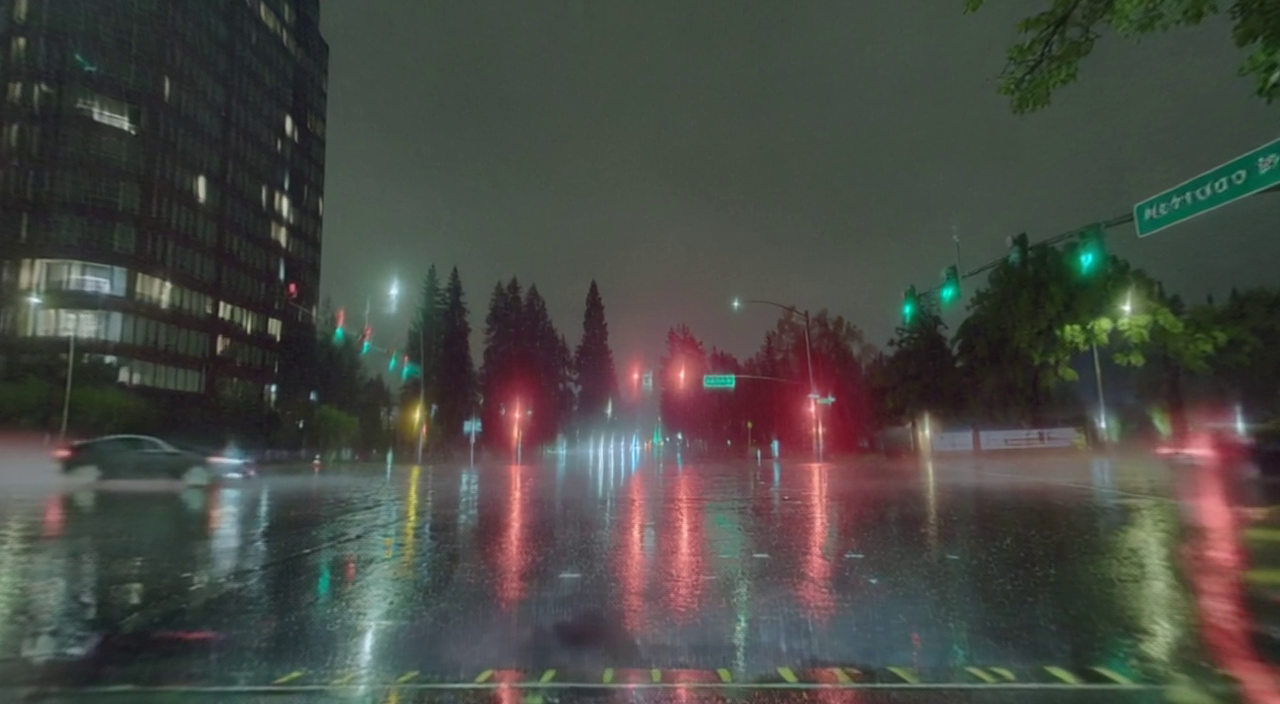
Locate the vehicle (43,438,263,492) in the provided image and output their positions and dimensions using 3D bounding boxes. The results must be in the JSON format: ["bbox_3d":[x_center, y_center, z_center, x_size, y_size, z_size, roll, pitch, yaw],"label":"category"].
[{"bbox_3d":[-14.262,3.318,18.756,4.838,1.468,2.052,0,-9,1],"label":"vehicle"}]

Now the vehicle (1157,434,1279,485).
[{"bbox_3d":[18.892,3.232,19.173,4.698,1.466,1.883,0,-9,0],"label":"vehicle"}]
